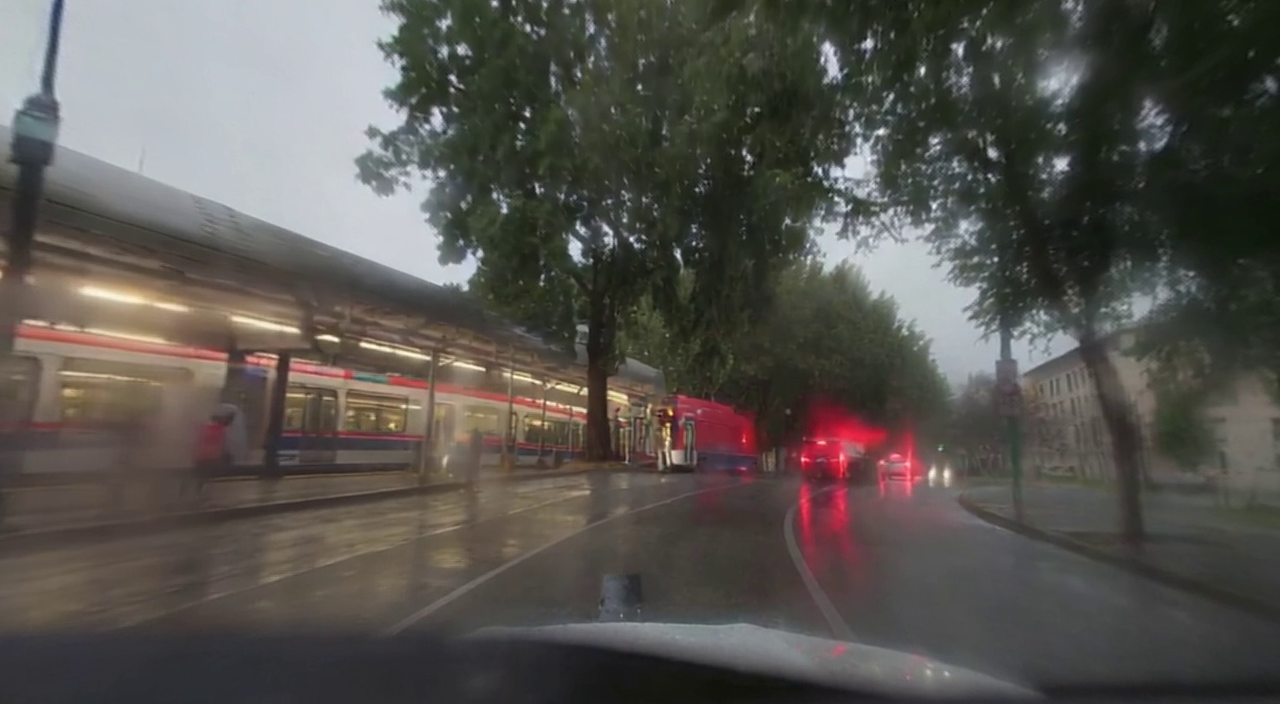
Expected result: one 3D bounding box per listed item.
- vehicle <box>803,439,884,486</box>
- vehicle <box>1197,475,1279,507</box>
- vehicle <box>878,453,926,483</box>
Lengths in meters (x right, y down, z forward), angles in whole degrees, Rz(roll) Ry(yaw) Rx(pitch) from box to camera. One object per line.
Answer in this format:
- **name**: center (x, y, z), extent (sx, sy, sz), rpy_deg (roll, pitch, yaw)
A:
- **vehicle**: center (8.529, 4.534, 26.233), extent (2.263, 1.765, 4.237), rpy_deg (-5, -10, 29)
- **vehicle**: center (30.894, 6.947, 31.684), extent (4.118, 1.477, 1.691), rpy_deg (-1, -9, 2)
- **vehicle**: center (16.888, 7.409, 40.602), extent (2.010, 1.725, 4.320), rpy_deg (-6, -10, 32)
